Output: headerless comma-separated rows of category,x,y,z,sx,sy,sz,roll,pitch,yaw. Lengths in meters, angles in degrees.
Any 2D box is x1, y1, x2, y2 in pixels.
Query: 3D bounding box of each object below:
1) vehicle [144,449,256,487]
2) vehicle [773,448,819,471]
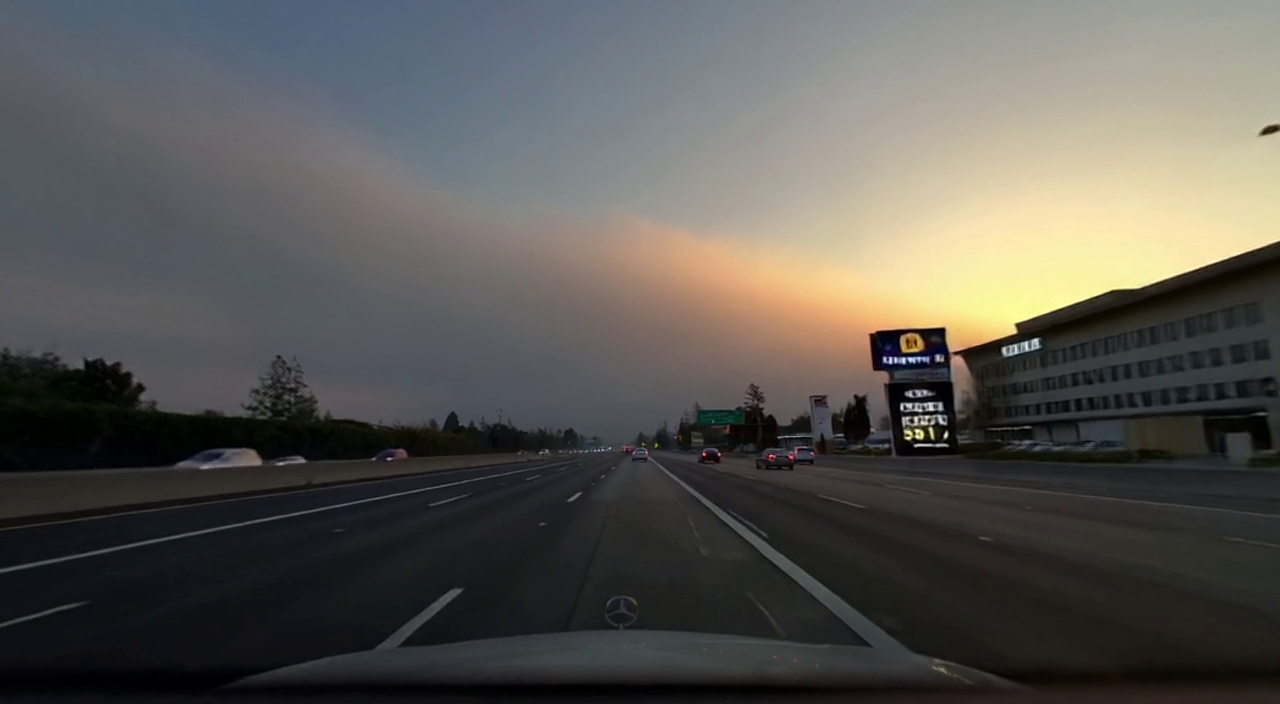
vehicle,-19.875,5.227,28.837,1.925,1.547,4.418,0,-9,0
vehicle,10.657,7.350,43.501,1.953,1.473,4.512,0,-9,-1
